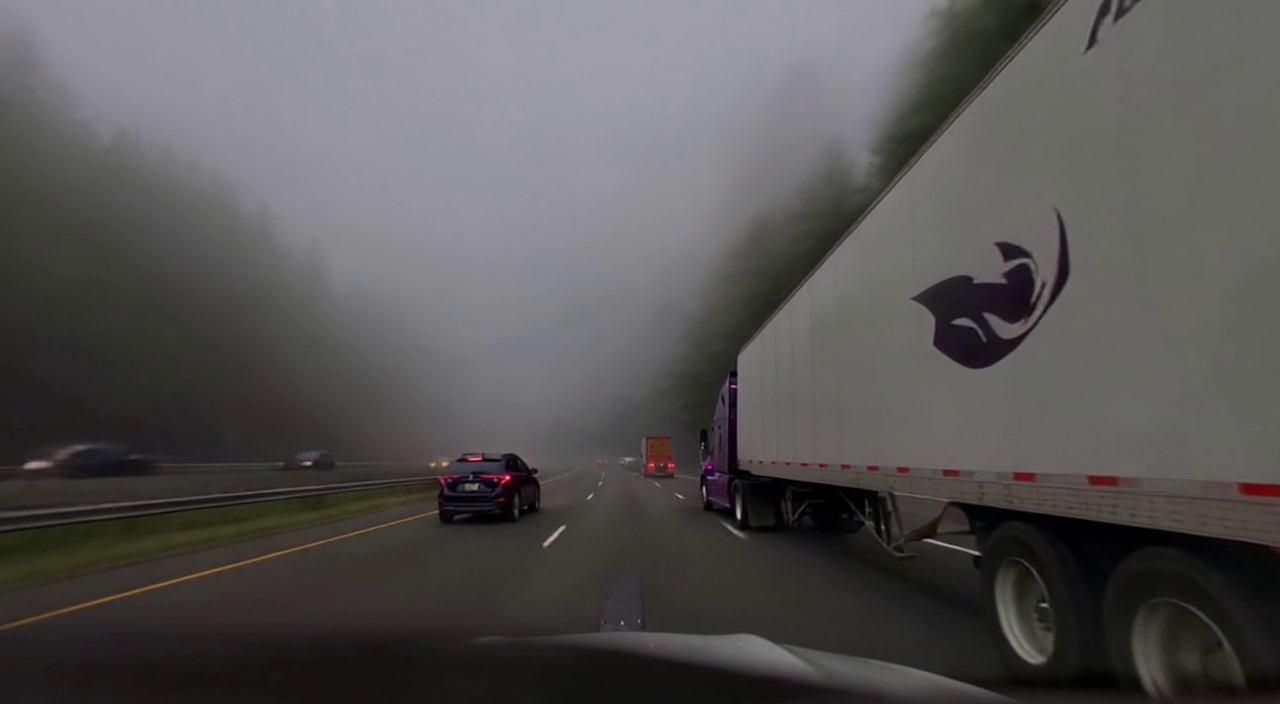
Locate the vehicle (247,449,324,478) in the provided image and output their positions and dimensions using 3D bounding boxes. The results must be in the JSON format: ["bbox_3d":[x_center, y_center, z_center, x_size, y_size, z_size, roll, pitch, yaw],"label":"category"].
[{"bbox_3d":[-20.266,6.447,36.295,1.872,1.487,4.511,1,-10,-2],"label":"vehicle"}]

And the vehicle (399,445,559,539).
[{"bbox_3d":[-3.115,2.891,13.460,2.010,1.580,4.949,1,-10,1],"label":"vehicle"}]

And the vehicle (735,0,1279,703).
[{"bbox_3d":[3.726,0.727,7.663,2.856,4.040,14.009,1,-10,-1],"label":"vehicle"}]

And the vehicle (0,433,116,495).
[{"bbox_3d":[-16.108,2.888,16.299,1.760,1.457,3.788,1,-10,-1],"label":"vehicle"}]
